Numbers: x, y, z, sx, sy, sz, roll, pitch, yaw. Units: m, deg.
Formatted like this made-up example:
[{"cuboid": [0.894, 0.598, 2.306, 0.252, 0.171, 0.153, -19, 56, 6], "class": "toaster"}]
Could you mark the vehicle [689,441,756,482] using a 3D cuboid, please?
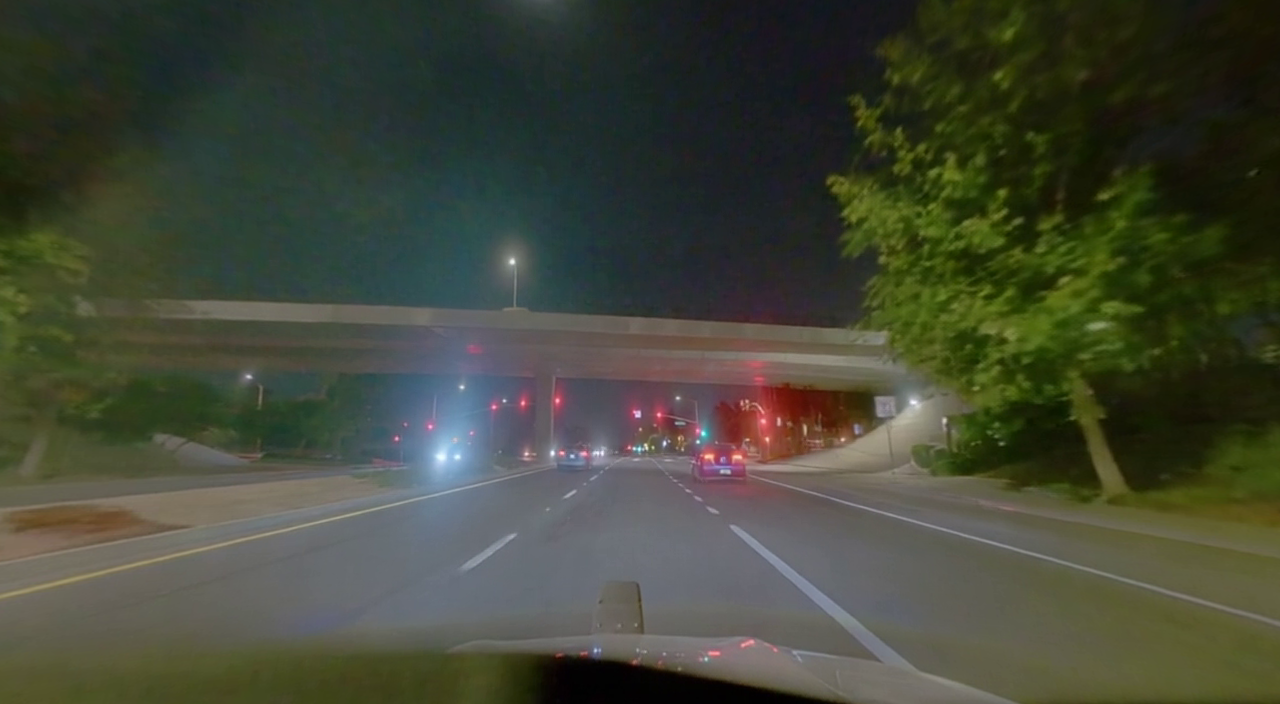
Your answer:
[{"cuboid": [3.242, 4.371, 25.656, 2.068, 1.497, 4.247, 0, -8, -1], "class": "vehicle"}]

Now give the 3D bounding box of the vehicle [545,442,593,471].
[{"cuboid": [-3.767, 5.616, 34.285, 2.060, 1.484, 4.417, 0, -8, 1], "class": "vehicle"}]
